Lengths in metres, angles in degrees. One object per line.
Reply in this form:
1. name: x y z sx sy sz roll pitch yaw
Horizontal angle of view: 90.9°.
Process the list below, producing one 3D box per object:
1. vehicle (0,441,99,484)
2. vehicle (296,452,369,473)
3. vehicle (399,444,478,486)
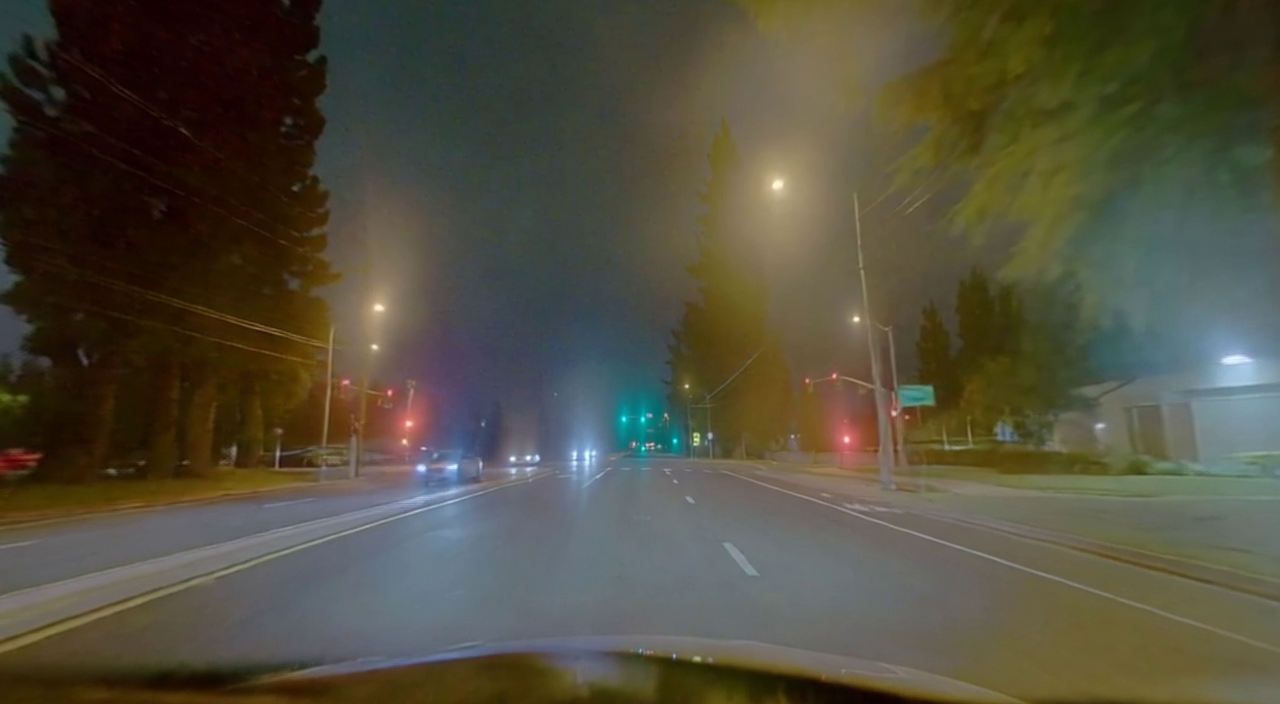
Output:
1. vehicle: -23.500 4.172 23.926 4.116 1.548 1.923 0 -9 1
2. vehicle: -22.708 8.151 46.490 5.038 1.435 2.074 -4 -10 26
3. vehicle: -8.723 4.897 27.665 1.986 1.665 4.284 0 -9 1
